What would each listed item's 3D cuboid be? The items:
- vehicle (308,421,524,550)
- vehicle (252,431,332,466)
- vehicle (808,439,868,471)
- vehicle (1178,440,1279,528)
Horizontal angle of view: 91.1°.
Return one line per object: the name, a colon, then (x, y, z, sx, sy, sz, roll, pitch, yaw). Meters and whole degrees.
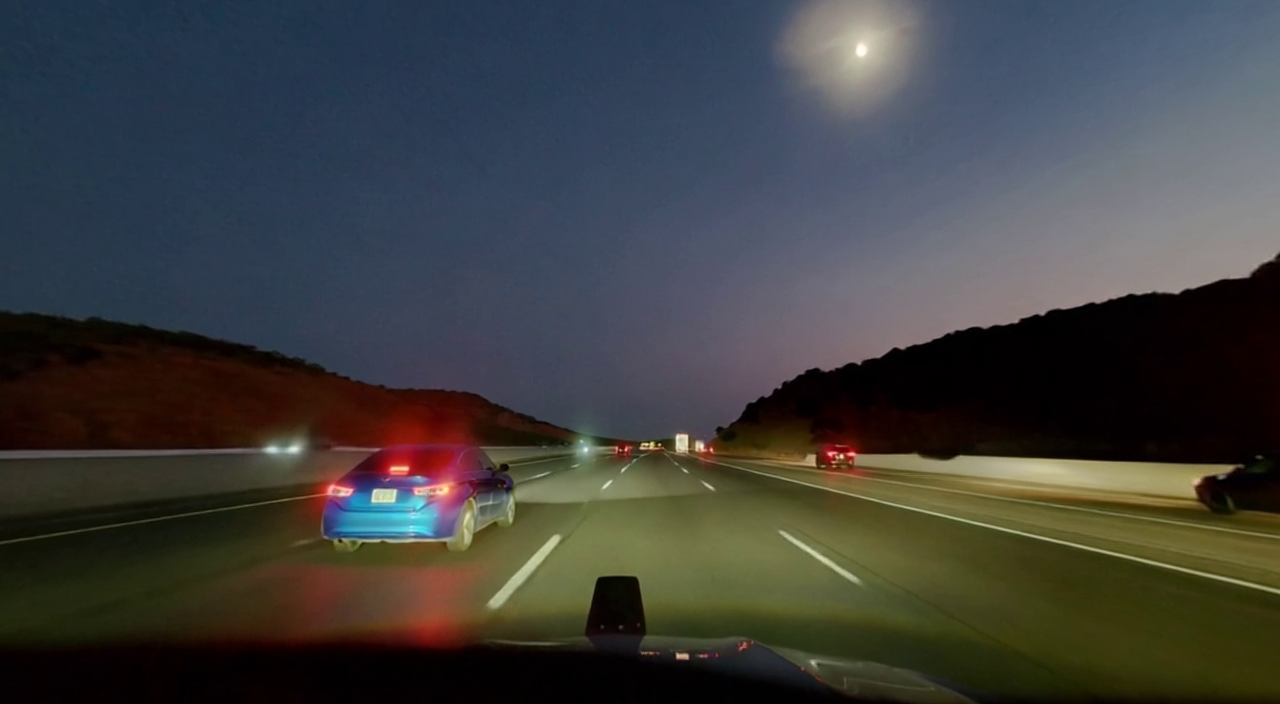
vehicle: (-3.209, 1.988, 9.977, 1.967, 1.615, 3.886, 0, -9, 0)
vehicle: (-24.765, 6.899, 44.993, 2.195, 2.267, 5.801, 0, -9, 1)
vehicle: (11.726, 6.118, 37.504, 2.062, 1.736, 4.589, 0, -9, 0)
vehicle: (11.536, 2.106, 9.896, 1.982, 1.443, 4.635, 0, -9, 0)
